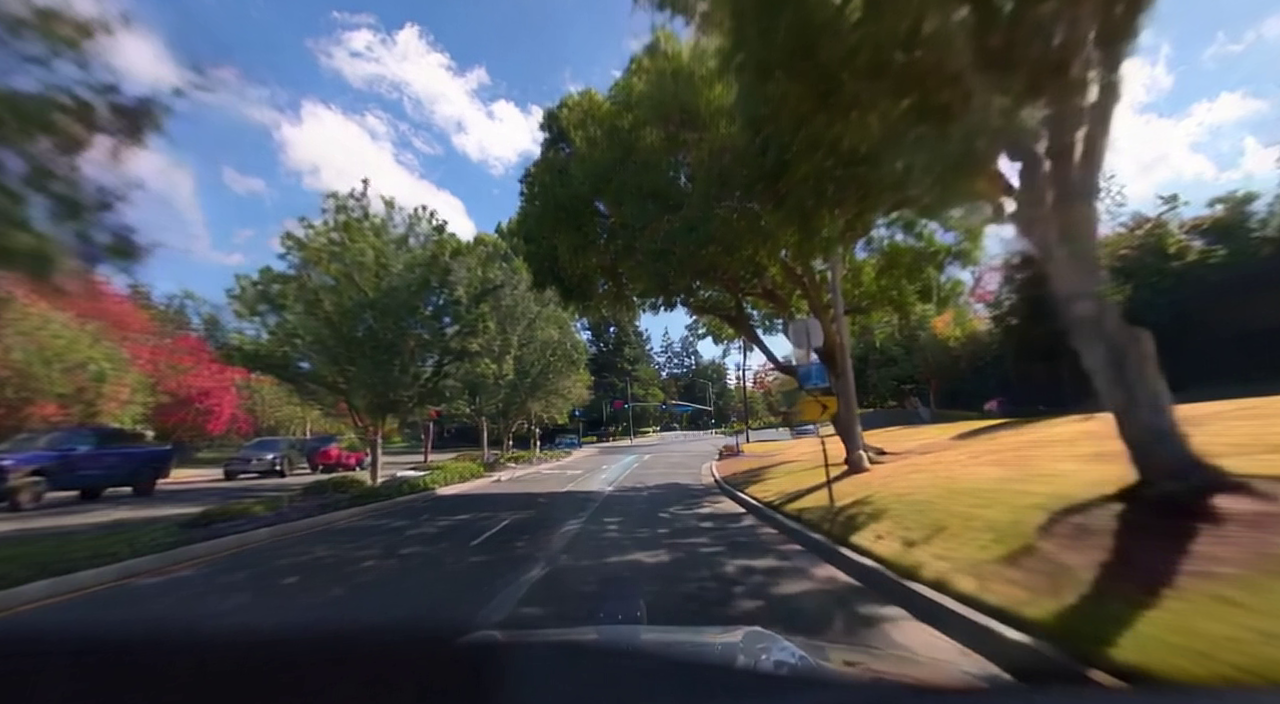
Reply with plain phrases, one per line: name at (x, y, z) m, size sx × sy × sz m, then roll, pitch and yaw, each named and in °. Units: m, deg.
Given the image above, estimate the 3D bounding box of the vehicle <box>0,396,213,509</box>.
vehicle at (-18.587, 3.344, 21.680) m, size 2.739 × 3.171 × 7.030 m, roll -3°, pitch -7°, yaw 0°

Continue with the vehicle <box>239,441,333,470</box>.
vehicle at (-19.612, 5.724, 34.887) m, size 4.187 × 1.510 × 1.857 m, roll 7°, pitch -11°, yaw -39°
